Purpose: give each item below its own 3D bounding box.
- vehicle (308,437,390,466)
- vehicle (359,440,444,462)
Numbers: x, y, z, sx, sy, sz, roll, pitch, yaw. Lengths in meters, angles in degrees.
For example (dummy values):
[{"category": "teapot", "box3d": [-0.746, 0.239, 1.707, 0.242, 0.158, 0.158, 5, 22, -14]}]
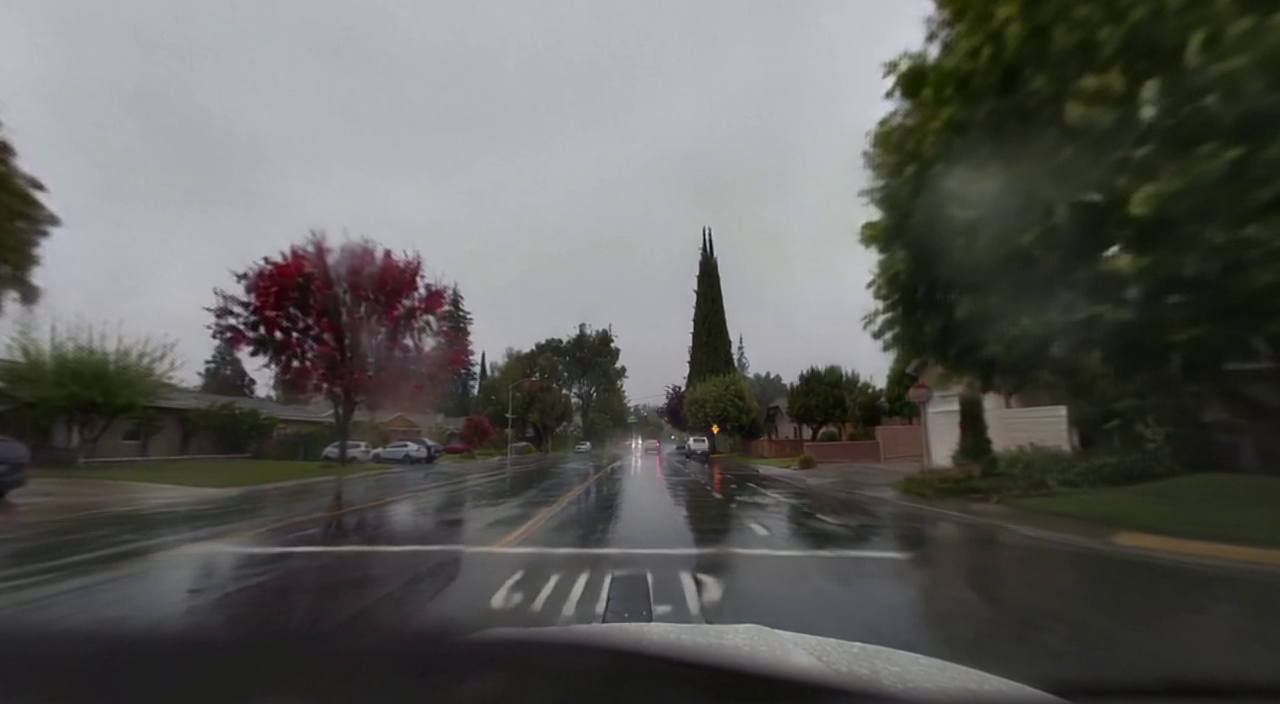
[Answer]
[{"category": "vehicle", "box3d": [-18.799, 6.422, 40.776, 4.372, 1.745, 2.017, 6, -10, -35]}, {"category": "vehicle", "box3d": [-17.903, 7.434, 47.446, 5.419, 1.649, 2.396, 0, -8, 1]}]
